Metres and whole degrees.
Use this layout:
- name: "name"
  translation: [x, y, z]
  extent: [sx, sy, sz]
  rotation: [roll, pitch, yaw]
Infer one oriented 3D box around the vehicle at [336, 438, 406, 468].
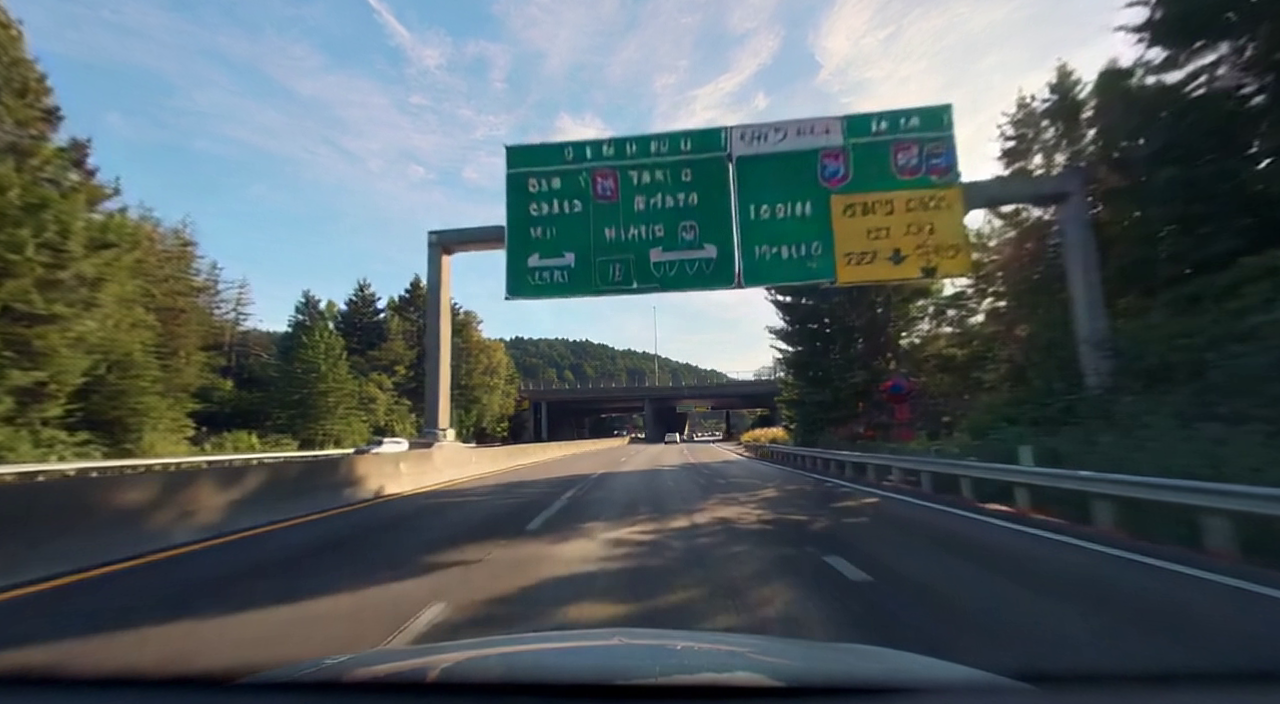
- name: "vehicle"
  translation: [-14.037, 5.265, 33.079]
  extent: [1.905, 1.474, 3.786]
  rotation: [0, -8, 2]
